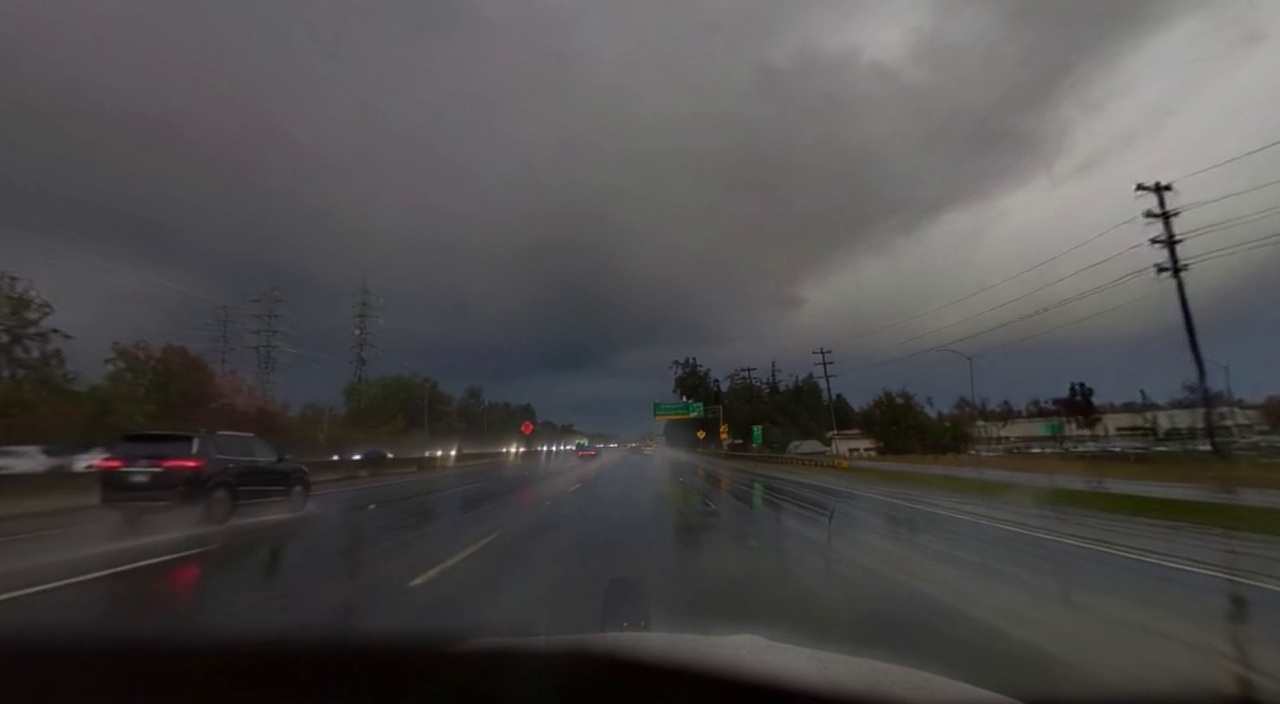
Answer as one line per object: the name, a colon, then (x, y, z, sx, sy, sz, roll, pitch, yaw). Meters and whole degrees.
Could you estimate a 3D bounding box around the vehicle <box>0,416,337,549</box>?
vehicle: (-7.393, 2.050, 10.601, 2.118, 1.696, 4.836, 0, -9, 1)

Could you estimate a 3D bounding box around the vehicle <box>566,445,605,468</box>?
vehicle: (-3.454, 6.755, 40.881, 2.048, 1.368, 4.613, 0, -9, 1)

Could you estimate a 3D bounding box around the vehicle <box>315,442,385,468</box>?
vehicle: (-18.312, 6.505, 40.049, 2.120, 1.532, 4.534, 0, -9, 2)
